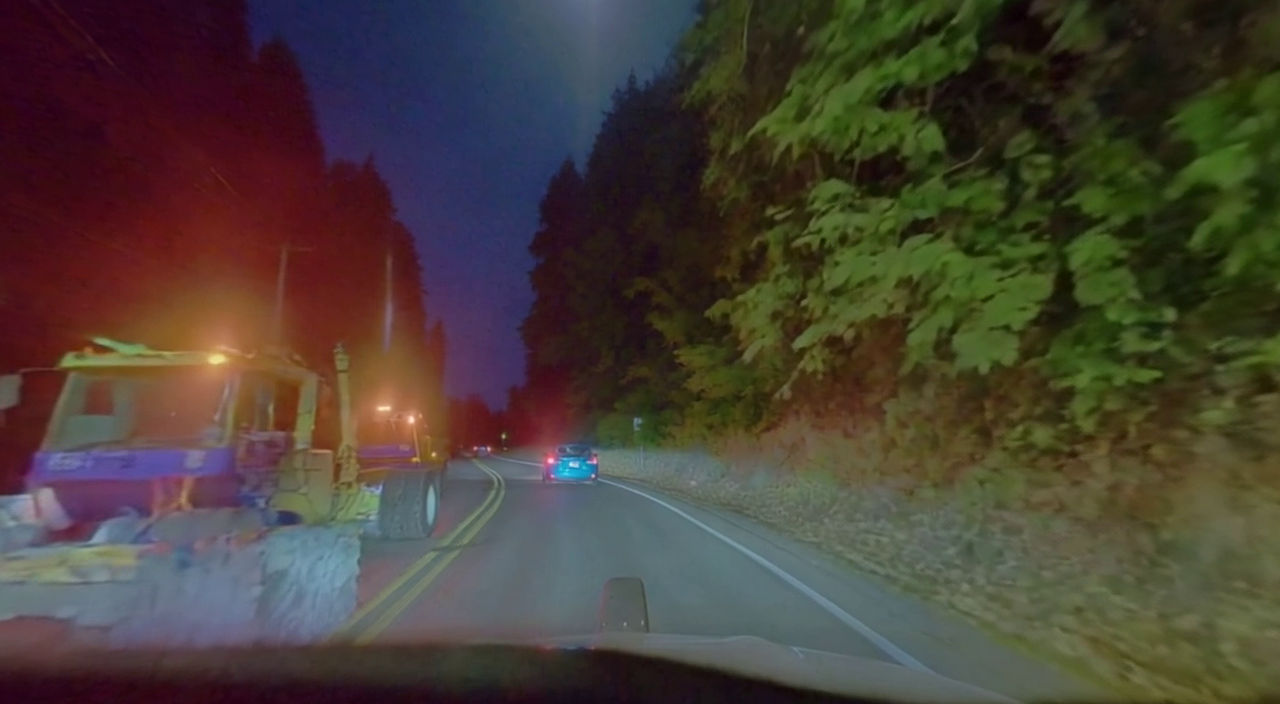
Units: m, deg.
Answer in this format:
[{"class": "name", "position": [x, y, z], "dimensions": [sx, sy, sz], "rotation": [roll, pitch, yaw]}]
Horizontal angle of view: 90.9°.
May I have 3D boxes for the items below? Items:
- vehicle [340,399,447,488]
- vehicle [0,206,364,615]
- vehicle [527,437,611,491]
[{"class": "vehicle", "position": [-7.855, 2.983, 20.601], "dimensions": [2.257, 2.597, 4.069], "rotation": [1, -9, -8]}, {"class": "vehicle", "position": [-5.630, 0.748, 7.387], "dimensions": [2.364, 3.191, 4.942], "rotation": [0, -8, 1]}, {"class": "vehicle", "position": [-2.361, 3.478, 20.007], "dimensions": [2.259, 1.503, 4.075], "rotation": [2, -9, -12]}]
